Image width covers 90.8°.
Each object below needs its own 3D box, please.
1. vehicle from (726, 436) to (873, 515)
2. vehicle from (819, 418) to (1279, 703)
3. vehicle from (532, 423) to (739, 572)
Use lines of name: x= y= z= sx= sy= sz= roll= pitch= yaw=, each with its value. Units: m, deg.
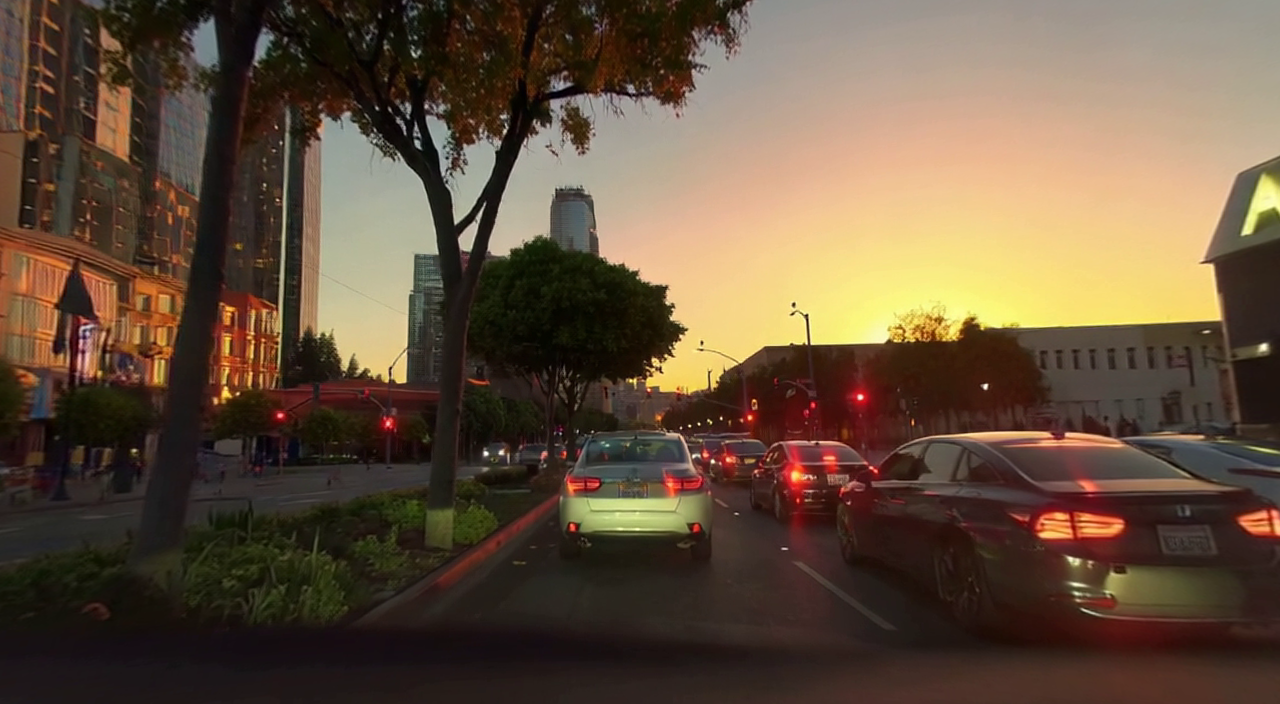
vehicle: x=3.325 y=2.680 z=14.229 sx=1.996 sy=1.469 sz=4.495 roll=0 pitch=-9 yaw=-2
vehicle: x=3.232 y=1.421 z=5.596 sx=1.912 sy=1.454 sz=4.537 roll=0 pitch=-9 yaw=-1
vehicle: x=-0.079 y=1.798 z=8.567 sx=2.118 sy=1.512 sz=4.013 roll=0 pitch=-9 yaw=-1
